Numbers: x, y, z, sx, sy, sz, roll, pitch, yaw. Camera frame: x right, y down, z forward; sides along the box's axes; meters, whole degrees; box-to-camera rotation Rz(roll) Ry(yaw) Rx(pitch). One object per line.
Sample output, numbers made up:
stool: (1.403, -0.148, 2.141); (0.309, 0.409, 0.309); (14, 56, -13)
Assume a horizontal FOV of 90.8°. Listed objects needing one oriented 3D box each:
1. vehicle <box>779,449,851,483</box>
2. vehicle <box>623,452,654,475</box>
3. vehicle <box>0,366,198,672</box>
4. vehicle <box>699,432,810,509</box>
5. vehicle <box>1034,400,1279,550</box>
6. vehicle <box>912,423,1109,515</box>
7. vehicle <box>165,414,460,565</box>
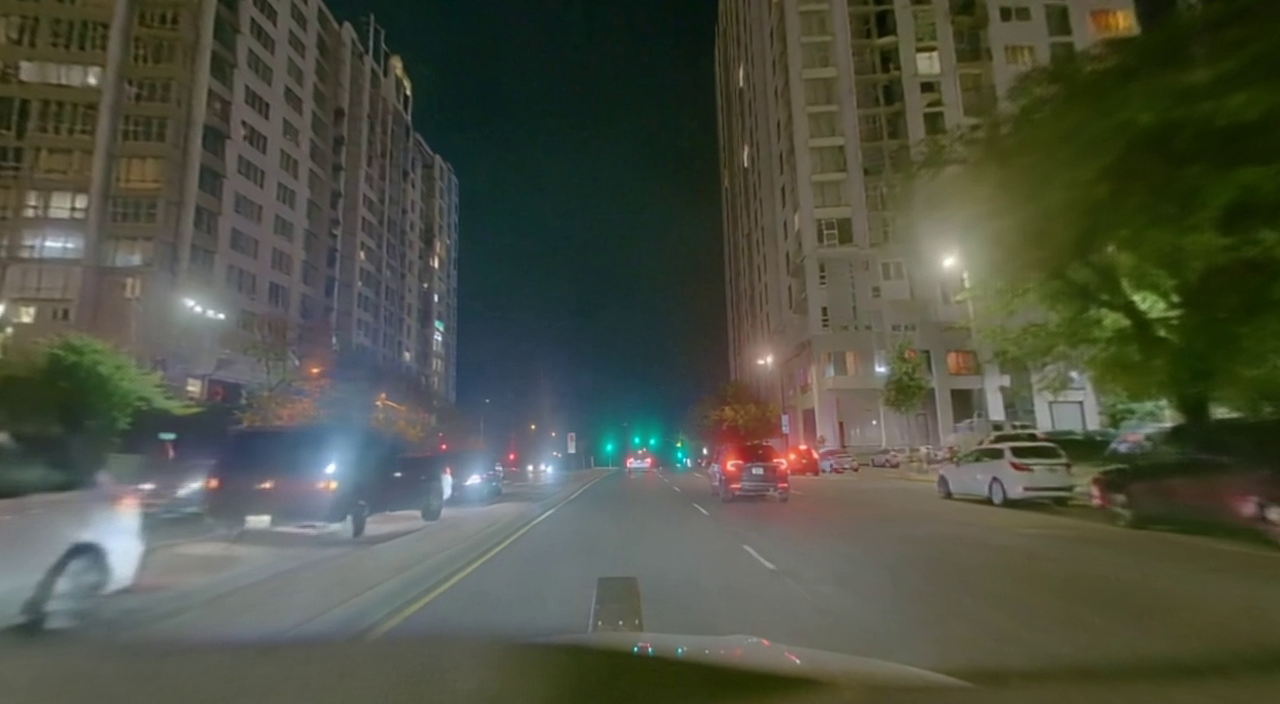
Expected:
vehicle: (8.708, 5.703, 31.972); (1.940, 1.512, 5.129); (0, -8, -3)
vehicle: (-0.154, 7.868, 44.685); (2.059, 1.492, 4.033); (0, -8, -2)
vehicle: (-4.961, 0.885, 2.952); (2.275, 1.816, 4.923); (0, -8, -1)
vehicle: (3.037, 3.270, 17.966); (2.129, 1.844, 4.767); (0, -8, -2)
vehicle: (9.046, 1.907, 10.290); (1.935, 1.875, 5.051); (0, -9, 0)
vehicle: (8.952, 2.852, 15.930); (1.939, 1.927, 4.833); (0, -8, -1)
vehicle: (-4.854, 2.108, 10.666); (2.009, 1.837, 5.590); (0, -8, 0)
